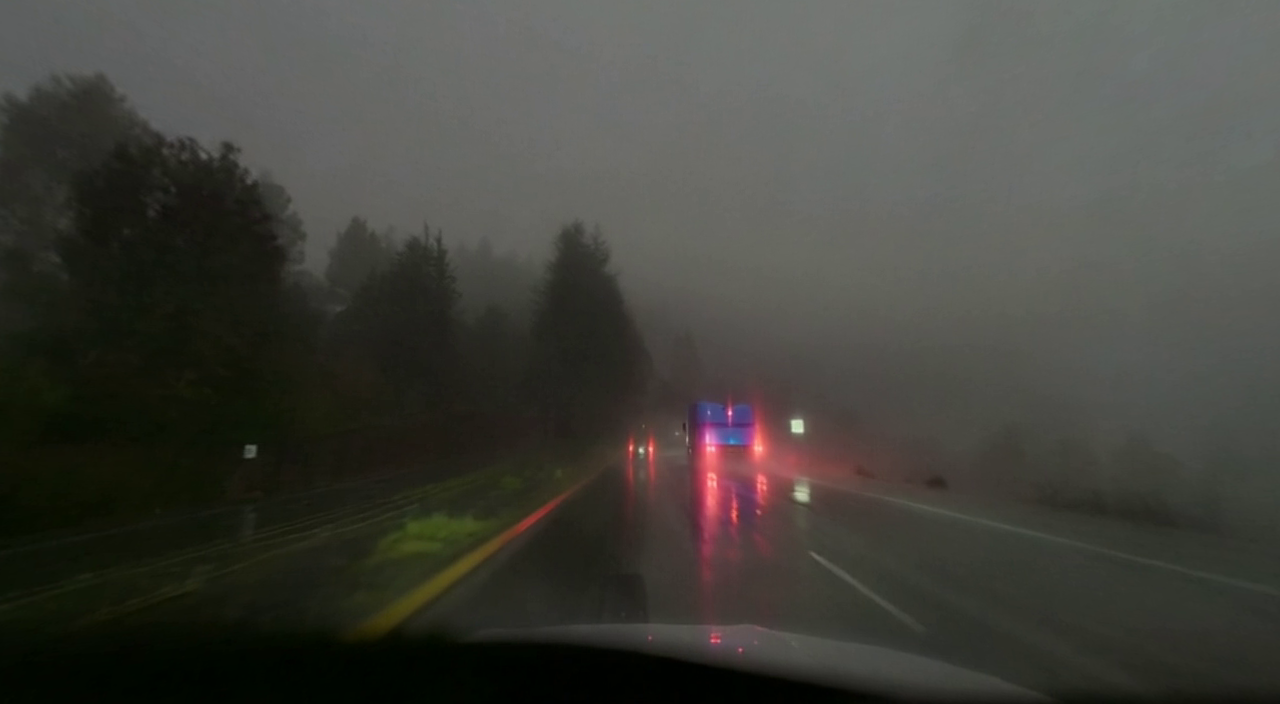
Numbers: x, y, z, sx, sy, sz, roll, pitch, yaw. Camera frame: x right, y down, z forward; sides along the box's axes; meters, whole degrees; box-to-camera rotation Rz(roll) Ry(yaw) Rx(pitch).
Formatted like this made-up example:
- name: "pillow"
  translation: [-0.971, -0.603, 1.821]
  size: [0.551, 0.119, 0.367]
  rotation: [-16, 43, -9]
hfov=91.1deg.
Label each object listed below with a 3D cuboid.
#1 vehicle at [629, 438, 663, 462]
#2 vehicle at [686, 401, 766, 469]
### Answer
- name: "vehicle"
  translation: [0.412, 6.673, 42.917]
  size: [2.170, 1.544, 4.373]
  rotation: [0, -9, 0]
- name: "vehicle"
  translation: [4.361, 4.534, 33.755]
  size: [3.015, 3.211, 7.982]
  rotation: [0, -9, -1]
